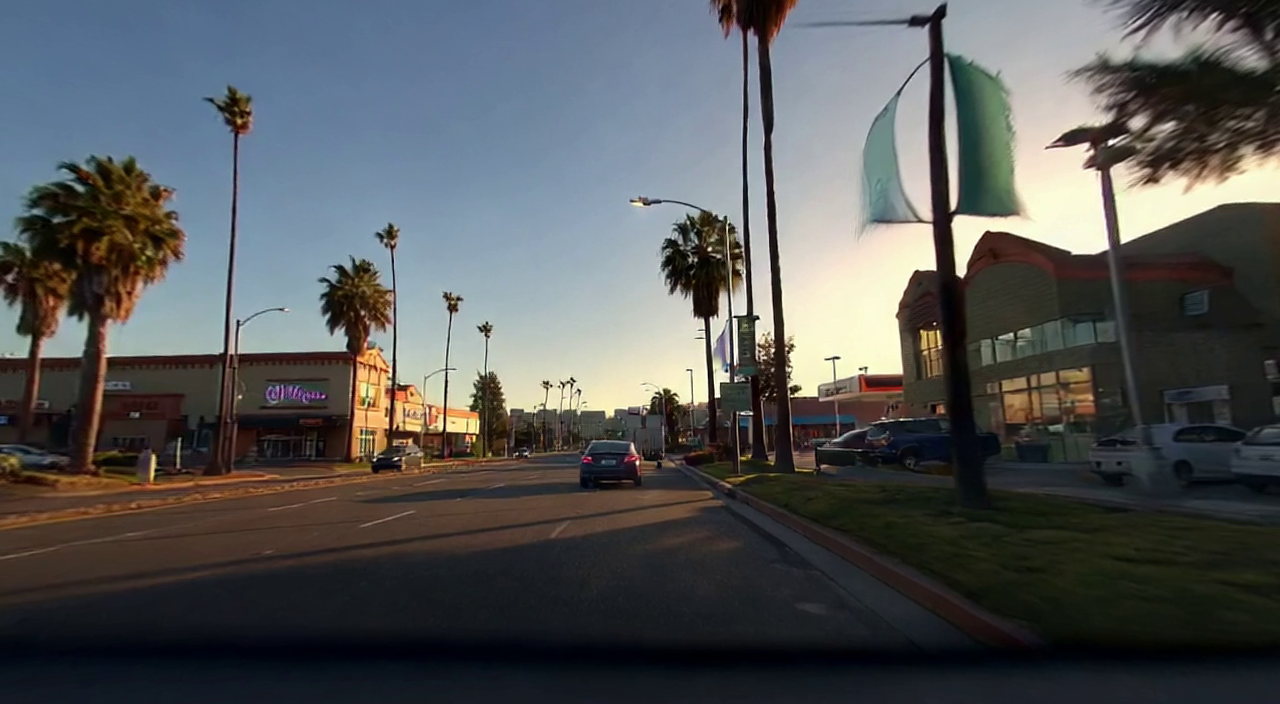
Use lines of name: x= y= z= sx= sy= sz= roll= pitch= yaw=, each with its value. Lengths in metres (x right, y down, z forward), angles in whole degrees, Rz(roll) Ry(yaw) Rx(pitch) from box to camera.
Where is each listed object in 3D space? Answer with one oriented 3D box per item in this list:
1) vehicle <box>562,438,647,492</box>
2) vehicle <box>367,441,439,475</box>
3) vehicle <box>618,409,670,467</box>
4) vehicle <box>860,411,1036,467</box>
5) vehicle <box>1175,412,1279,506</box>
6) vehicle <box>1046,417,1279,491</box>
vehicle: x=-0.951 y=3.479 z=19.680 sx=2.145 sy=1.483 sz=4.453 roll=0 pitch=-9 yaw=4
vehicle: x=-12.140 y=5.435 z=32.444 sx=1.895 sy=1.592 sz=4.305 roll=0 pitch=-9 yaw=2
vehicle: x=0.262 y=5.762 z=41.689 sx=3.100 sy=3.468 sz=8.108 roll=0 pitch=-9 yaw=0
vehicle: x=12.406 y=3.559 z=25.569 sx=5.968 sy=2.162 sz=2.319 roll=1 pitch=-9 yaw=-5
vehicle: x=12.379 y=1.825 z=10.774 sx=4.586 sy=1.464 sz=1.954 roll=0 pitch=-9 yaw=-1
vehicle: x=11.756 y=2.213 z=13.686 sx=4.474 sy=1.486 sz=1.897 roll=0 pitch=-9 yaw=-2
